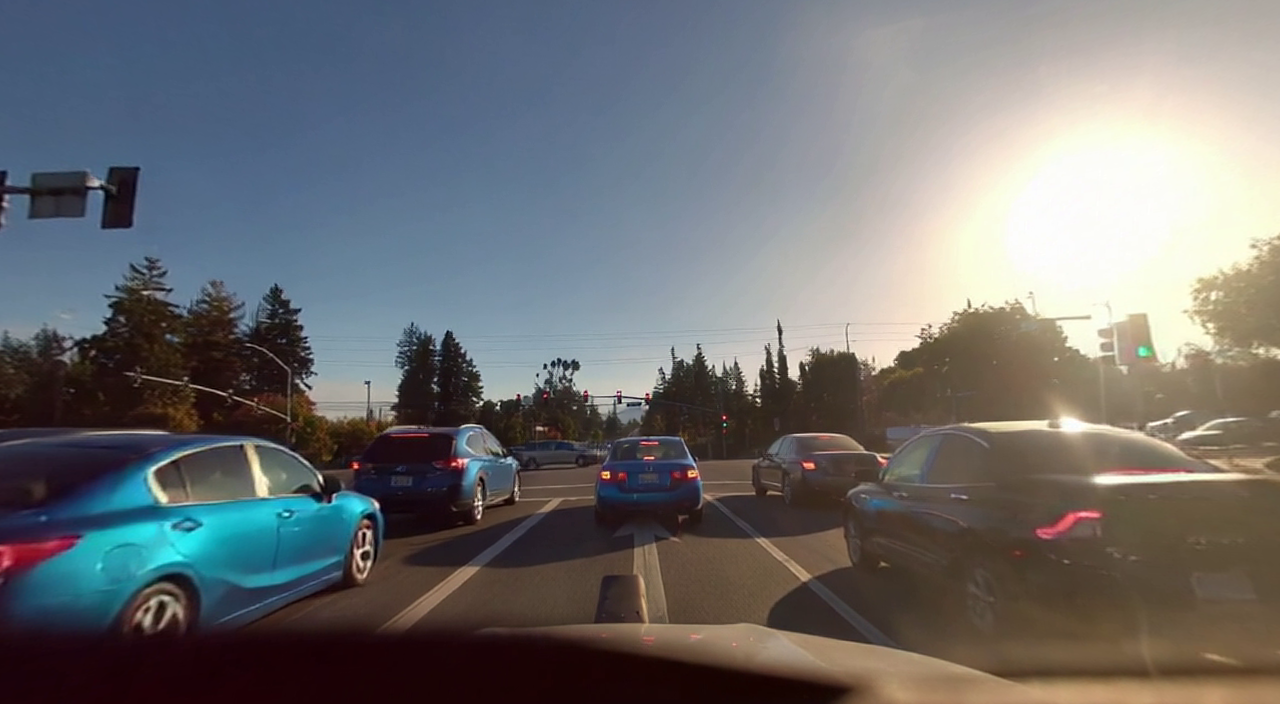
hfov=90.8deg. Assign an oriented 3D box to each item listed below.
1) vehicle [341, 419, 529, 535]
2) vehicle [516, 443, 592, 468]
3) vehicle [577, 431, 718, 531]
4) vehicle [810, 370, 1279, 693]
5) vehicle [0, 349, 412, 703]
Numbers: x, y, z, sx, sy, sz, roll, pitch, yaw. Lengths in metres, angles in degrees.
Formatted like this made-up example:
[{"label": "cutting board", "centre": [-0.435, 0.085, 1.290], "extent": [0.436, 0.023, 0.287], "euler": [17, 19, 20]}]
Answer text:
[{"label": "vehicle", "centre": [-3.415, 2.177, 11.518], "extent": [1.958, 1.693, 4.242], "euler": [0, -9, 0]}, {"label": "vehicle", "centre": [-5.437, 6.424, 39.464], "extent": [4.791, 1.453, 2.046], "euler": [-8, -12, 41]}, {"label": "vehicle", "centre": [0.053, 2.247, 11.589], "extent": [2.114, 1.482, 4.056], "euler": [0, -9, -2]}, {"label": "vehicle", "centre": [3.238, 1.262, 5.560], "extent": [2.178, 1.691, 4.314], "euler": [0, -9, -1]}, {"label": "vehicle", "centre": [-3.374, 1.109, 4.193], "extent": [2.034, 1.655, 4.465], "euler": [0, -9, 0]}]
